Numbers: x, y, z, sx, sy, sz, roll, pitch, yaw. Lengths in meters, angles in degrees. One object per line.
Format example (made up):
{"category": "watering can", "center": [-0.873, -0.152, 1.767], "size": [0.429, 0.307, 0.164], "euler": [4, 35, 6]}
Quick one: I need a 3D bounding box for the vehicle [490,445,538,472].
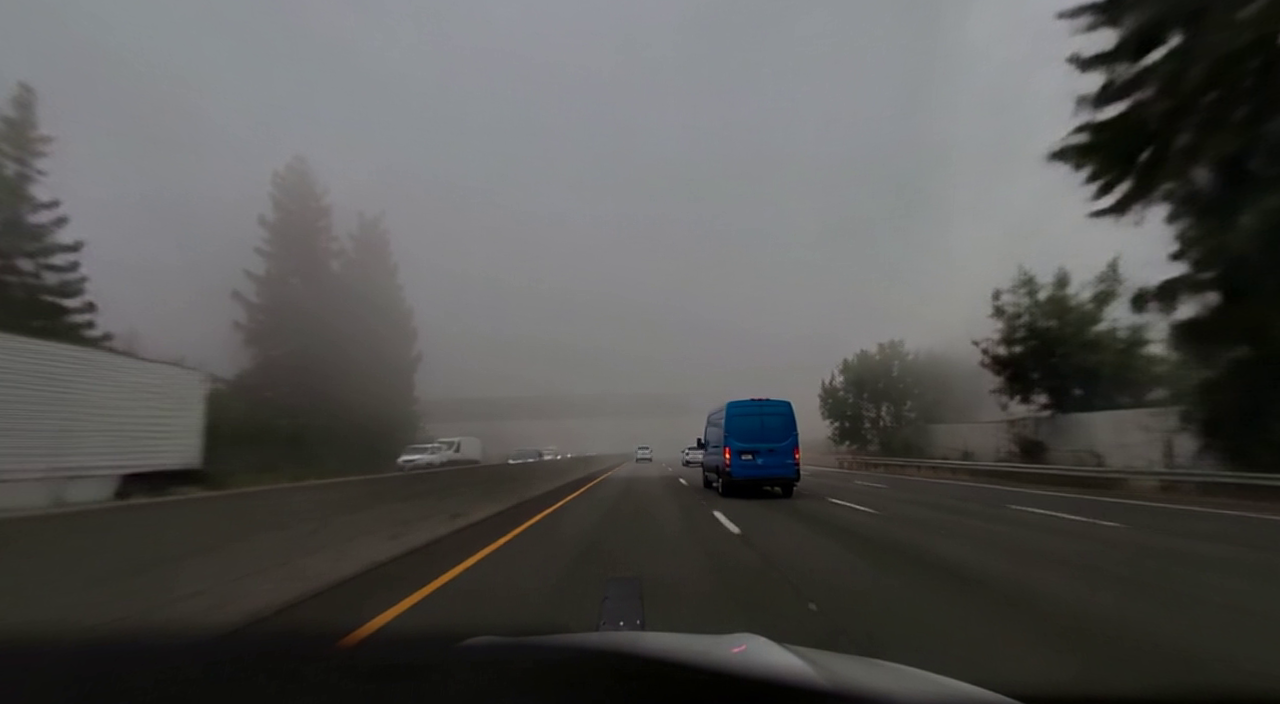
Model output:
{"category": "vehicle", "center": [-7.356, 6.273, 37.265], "size": [1.902, 1.496, 4.320], "euler": [0, -9, 1]}

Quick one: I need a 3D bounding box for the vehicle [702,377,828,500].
{"category": "vehicle", "center": [3.564, 2.756, 19.808], "size": [2.460, 3.155, 6.902], "euler": [0, -9, 0]}

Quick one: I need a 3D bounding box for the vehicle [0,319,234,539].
{"category": "vehicle", "center": [-15.339, 1.456, 12.242], "size": [3.234, 4.648, 17.365], "euler": [0, -9, 1]}

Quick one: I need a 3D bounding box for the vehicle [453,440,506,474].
{"category": "vehicle", "center": [-10.713, 7.057, 42.519], "size": [2.122, 2.169, 5.020], "euler": [0, -9, 1]}

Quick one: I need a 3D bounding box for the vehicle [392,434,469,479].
{"category": "vehicle", "center": [-14.614, 7.381, 44.689], "size": [3.167, 2.873, 6.515], "euler": [0, -9, 0]}
